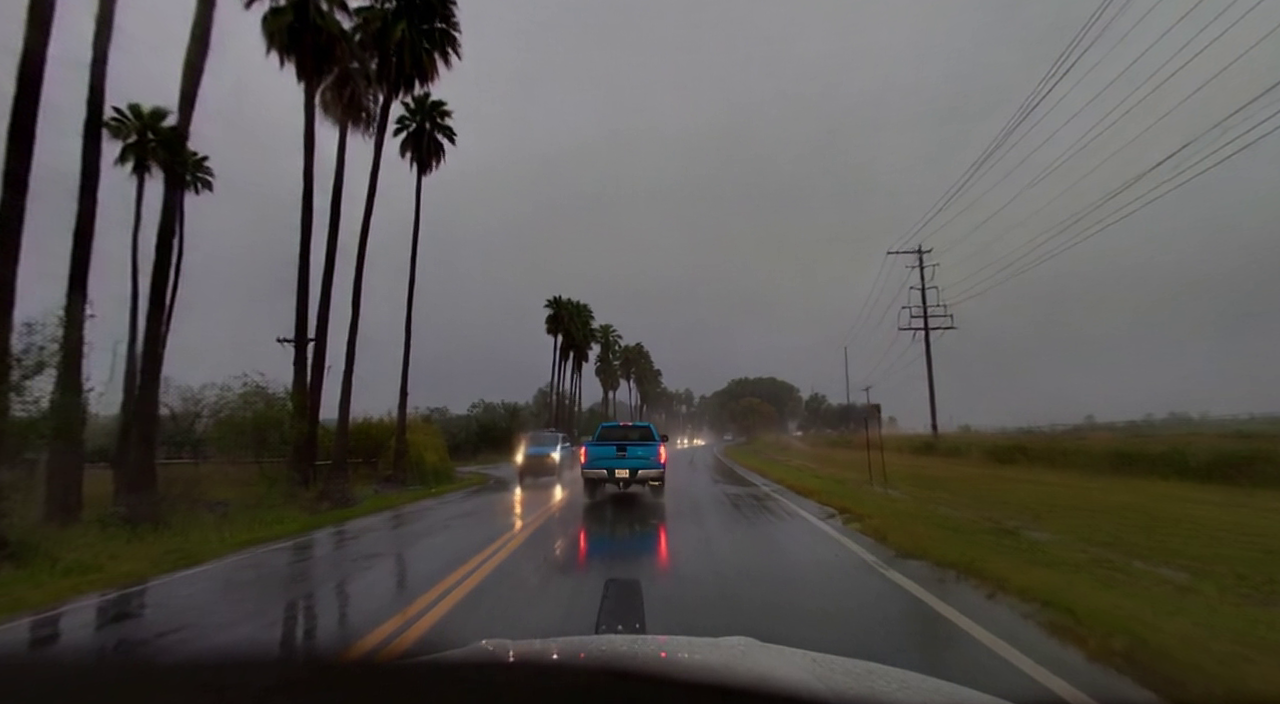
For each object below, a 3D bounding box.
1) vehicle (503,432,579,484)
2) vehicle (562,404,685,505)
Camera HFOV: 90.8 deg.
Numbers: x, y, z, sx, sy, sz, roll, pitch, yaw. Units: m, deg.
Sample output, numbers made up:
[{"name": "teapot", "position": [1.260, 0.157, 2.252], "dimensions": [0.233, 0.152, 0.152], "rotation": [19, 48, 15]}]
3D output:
[{"name": "vehicle", "position": [-4.040, 4.452, 26.715], "dimensions": [2.276, 1.965, 5.009], "rotation": [0, -9, 1]}, {"name": "vehicle", "position": [-0.403, 2.709, 16.979], "dimensions": [2.693, 2.223, 5.885], "rotation": [0, -9, -1]}]
